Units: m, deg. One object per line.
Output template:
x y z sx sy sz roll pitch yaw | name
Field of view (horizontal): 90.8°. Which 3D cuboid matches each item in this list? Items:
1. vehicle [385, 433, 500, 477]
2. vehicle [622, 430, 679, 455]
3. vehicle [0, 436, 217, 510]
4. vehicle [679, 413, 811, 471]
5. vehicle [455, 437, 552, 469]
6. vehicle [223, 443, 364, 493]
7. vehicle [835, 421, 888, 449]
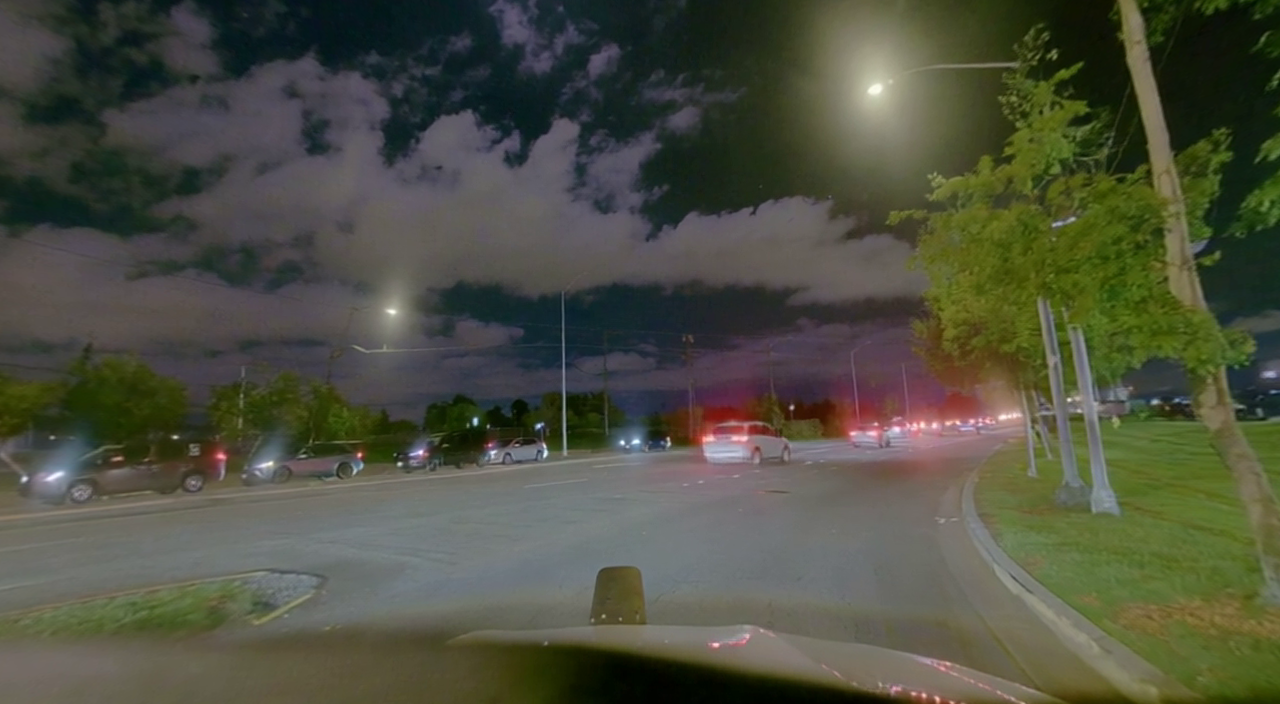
-9.466 4.926 30.704 2.134 1.924 4.911 -6 -9 39 | vehicle
0.814 6.458 45.103 1.926 1.691 4.646 -5 -9 33 | vehicle
-16.577 3.684 19.865 2.294 2.000 4.788 -7 -10 31 | vehicle
4.027 3.364 23.831 2.517 1.936 4.748 -11 -12 43 | vehicle
-8.049 5.979 37.691 2.261 1.733 5.381 -6 -10 39 | vehicle
-13.364 4.436 24.629 1.904 1.719 4.326 -5 -9 35 | vehicle
16.379 6.102 46.533 1.954 1.639 5.229 -8 -7 37 | vehicle
